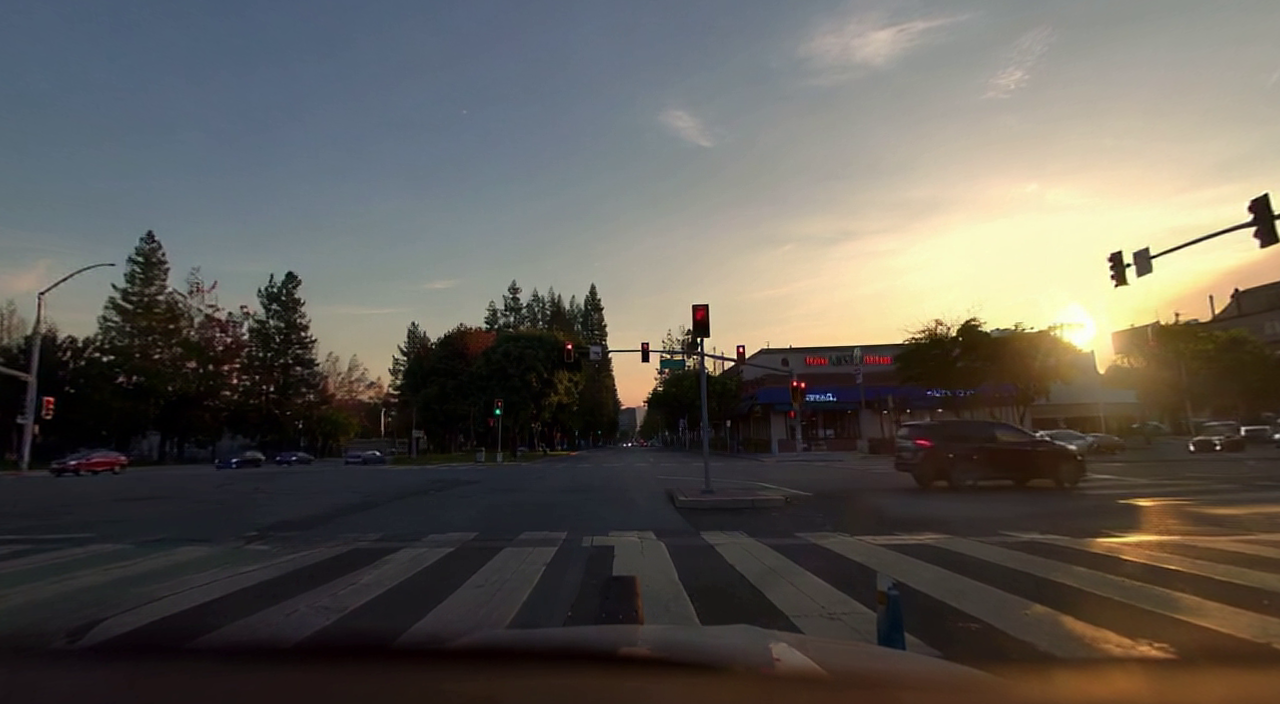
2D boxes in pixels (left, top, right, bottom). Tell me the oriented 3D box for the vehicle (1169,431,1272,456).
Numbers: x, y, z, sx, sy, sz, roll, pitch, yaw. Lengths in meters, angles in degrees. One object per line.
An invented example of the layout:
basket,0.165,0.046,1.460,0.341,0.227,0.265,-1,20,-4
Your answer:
vehicle,35.957,5.688,39.297,2.135,1.467,4.532,0,-9,1

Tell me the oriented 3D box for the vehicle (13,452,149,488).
vehicle,-28.202,5.924,32.101,2.135,1.637,4.582,-3,-9,19

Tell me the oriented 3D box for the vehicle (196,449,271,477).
vehicle,-26.372,7.168,41.167,1.889,1.662,4.319,0,-9,1

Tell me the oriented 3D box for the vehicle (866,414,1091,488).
vehicle,9.642,2.898,18.583,5.310,1.972,2.223,-2,-9,11
